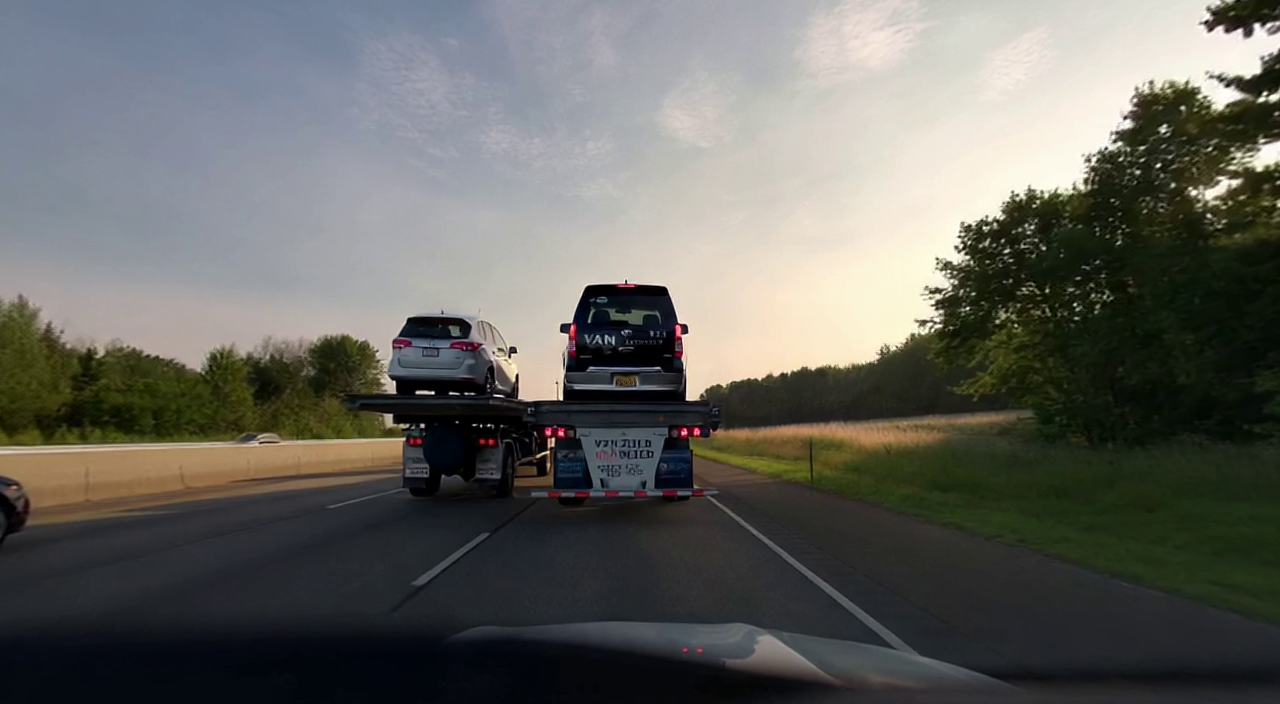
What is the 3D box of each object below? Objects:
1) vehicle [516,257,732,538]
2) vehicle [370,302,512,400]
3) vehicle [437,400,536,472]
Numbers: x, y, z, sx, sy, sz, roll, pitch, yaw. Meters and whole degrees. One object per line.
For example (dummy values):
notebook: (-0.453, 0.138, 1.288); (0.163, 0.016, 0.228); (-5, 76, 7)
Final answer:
vehicle: (-0.399, 1.137, 12.783); (2.738, 3.628, 9.223); (0, -7, -3)
vehicle: (-4.596, 0.145, 15.422); (2.118, 1.799, 4.591); (0, -7, -2)
vehicle: (-4.598, 2.609, 19.676); (2.258, 1.970, 4.402); (0, -8, -4)
